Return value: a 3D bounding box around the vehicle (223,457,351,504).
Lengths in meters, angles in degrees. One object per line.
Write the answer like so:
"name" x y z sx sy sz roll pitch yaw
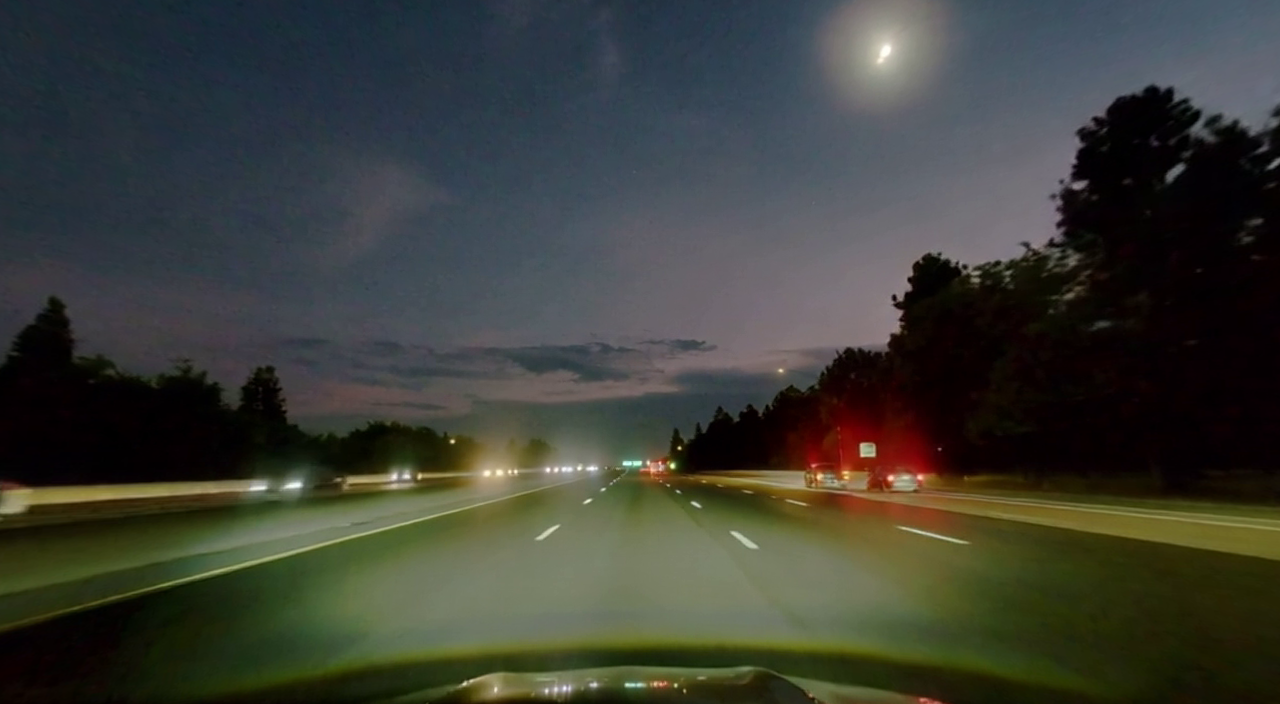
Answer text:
"vehicle" -12.441 4.570 22.518 1.993 1.464 4.416 1 -10 0
